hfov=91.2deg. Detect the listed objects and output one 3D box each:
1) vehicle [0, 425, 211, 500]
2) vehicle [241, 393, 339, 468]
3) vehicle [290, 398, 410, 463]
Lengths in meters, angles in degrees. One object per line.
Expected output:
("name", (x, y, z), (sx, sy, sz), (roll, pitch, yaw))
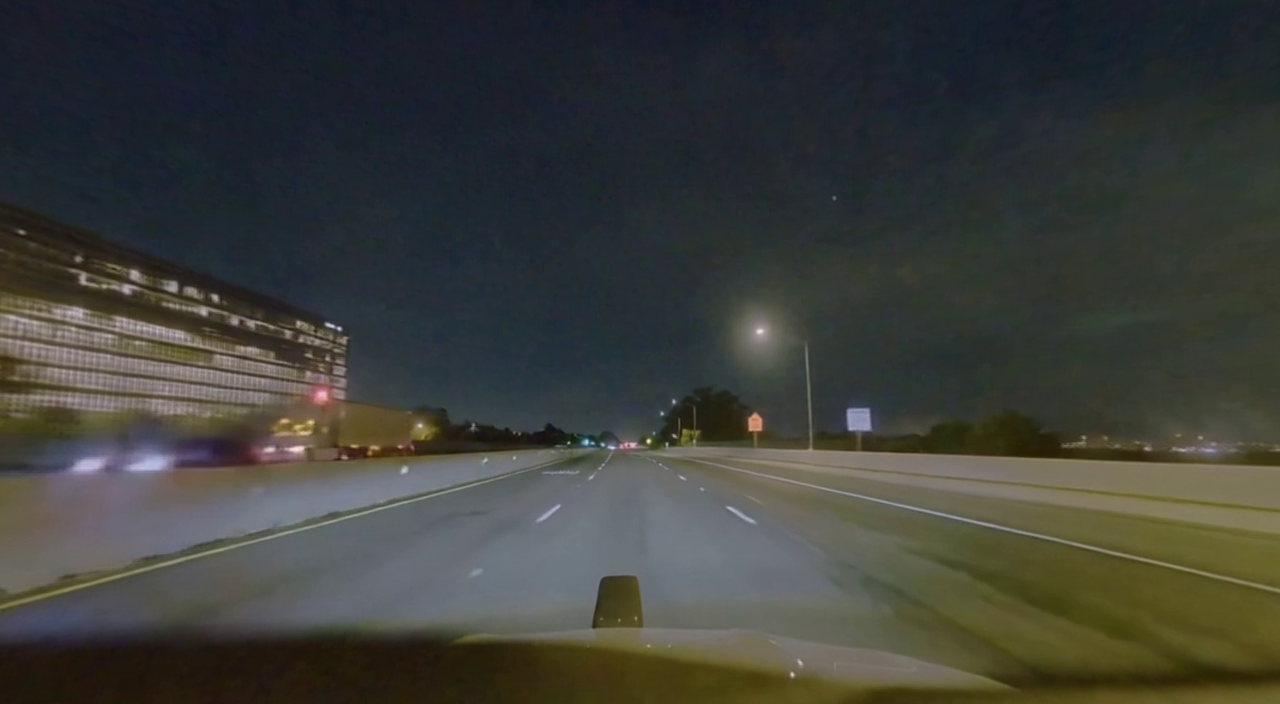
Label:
("vehicle", (-12.730, 2.610, 15.032), (1.863, 1.521, 4.277), (0, -9, -1))
("vehicle", (-20.679, 4.704, 37.344), (3.271, 4.189, 3.909), (0, -9, 0))
("vehicle", (-21.080, 6.097, 47.009), (2.933, 4.082, 13.910), (0, -9, -2))
